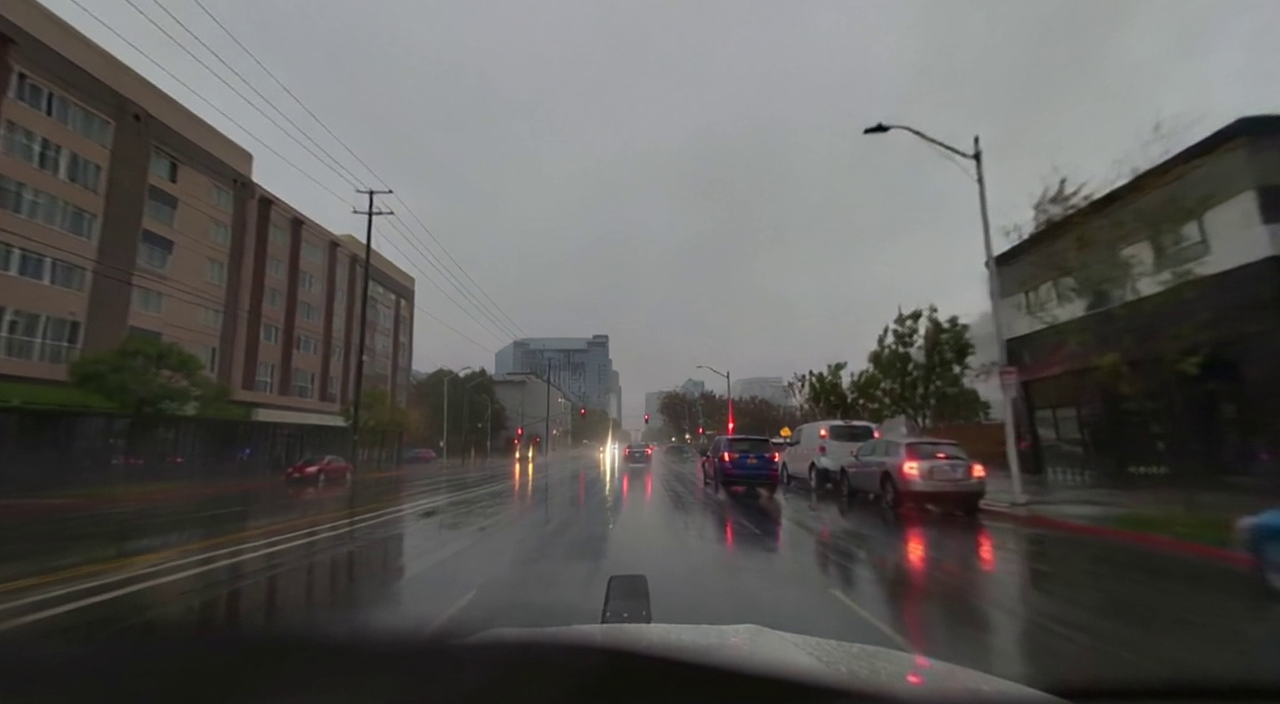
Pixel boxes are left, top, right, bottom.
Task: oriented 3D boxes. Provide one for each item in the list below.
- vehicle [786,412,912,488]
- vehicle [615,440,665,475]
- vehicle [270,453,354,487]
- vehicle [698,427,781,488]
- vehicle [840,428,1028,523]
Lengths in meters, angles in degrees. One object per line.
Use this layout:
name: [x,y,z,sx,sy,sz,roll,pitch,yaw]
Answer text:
vehicle: [6.797,3.286,21.333,2.396,2.218,5.242,0,-9,0]
vehicle: [0.023,5.064,30.487,2.245,1.587,4.094,0,-9,0]
vehicle: [-17.389,6.260,33.710,1.924,1.558,4.620,-1,-8,1]
vehicle: [3.407,3.738,22.636,2.159,1.938,4.836,0,-9,-1]
vehicle: [6.781,2.889,15.338,2.176,1.901,4.887,0,-9,0]
